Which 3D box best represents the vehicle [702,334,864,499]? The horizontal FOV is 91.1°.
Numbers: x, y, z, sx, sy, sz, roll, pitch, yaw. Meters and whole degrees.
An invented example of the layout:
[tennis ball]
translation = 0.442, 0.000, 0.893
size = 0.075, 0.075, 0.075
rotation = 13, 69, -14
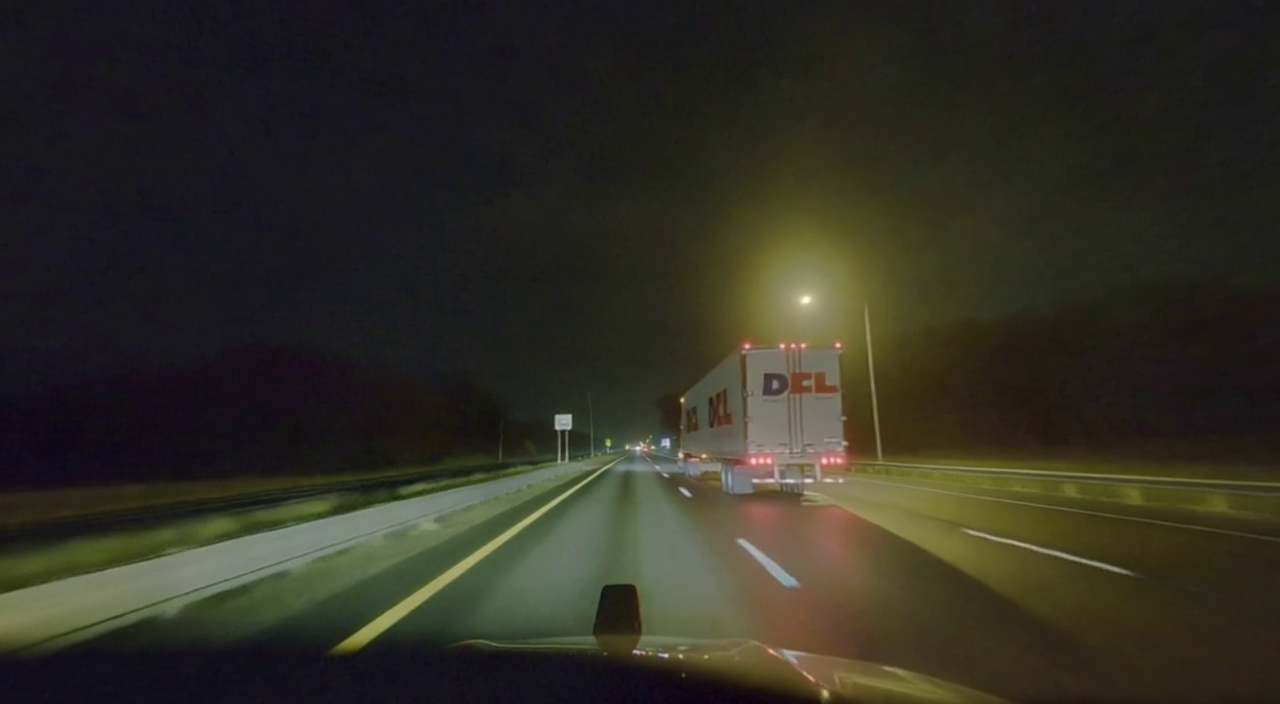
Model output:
[vehicle]
translation = 3.921, 2.187, 19.648
size = 2.879, 4.075, 8.126
rotation = 0, -9, -2
